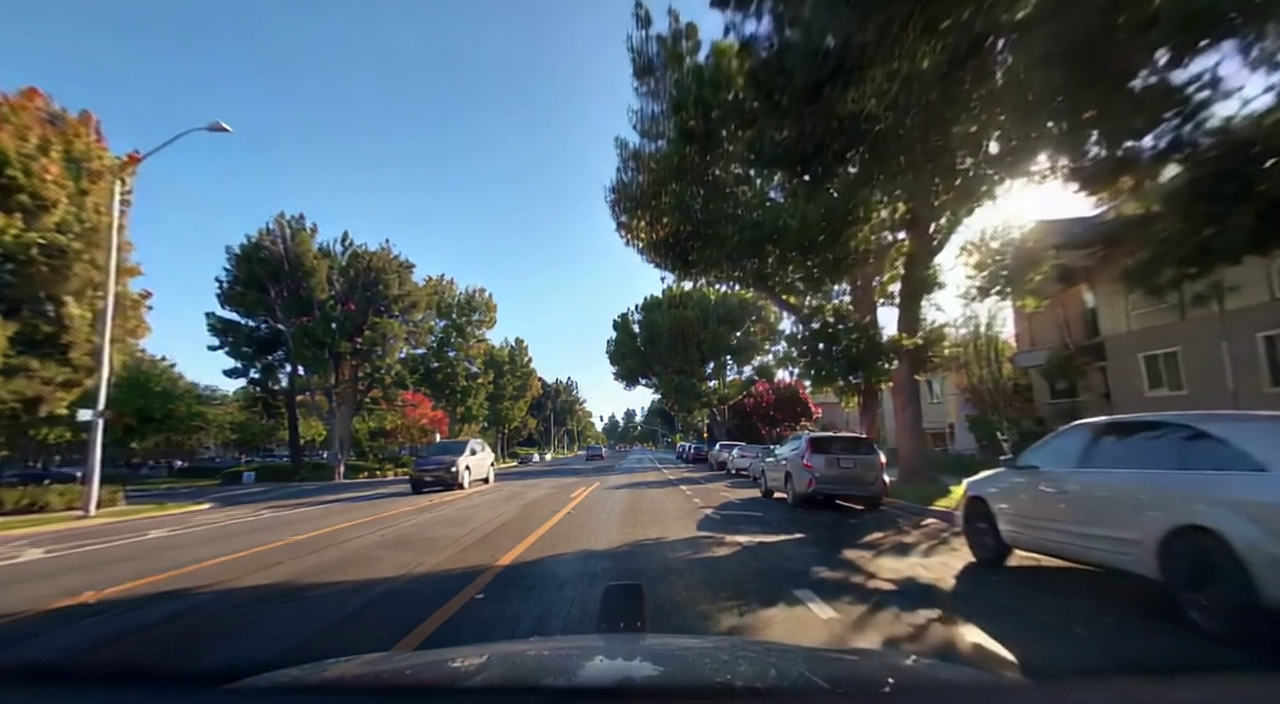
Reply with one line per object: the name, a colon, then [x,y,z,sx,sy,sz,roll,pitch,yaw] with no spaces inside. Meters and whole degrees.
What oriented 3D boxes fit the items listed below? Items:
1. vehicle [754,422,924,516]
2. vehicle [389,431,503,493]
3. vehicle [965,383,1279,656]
vehicle: [4.130,2.511,14.047,2.272,1.744,4.324,0,-9,-1]
vehicle: [-6.687,3.877,22.681,2.105,1.919,6.049,0,-8,0]
vehicle: [5.143,1.295,5.487,2.039,1.752,4.686,0,-9,-1]
